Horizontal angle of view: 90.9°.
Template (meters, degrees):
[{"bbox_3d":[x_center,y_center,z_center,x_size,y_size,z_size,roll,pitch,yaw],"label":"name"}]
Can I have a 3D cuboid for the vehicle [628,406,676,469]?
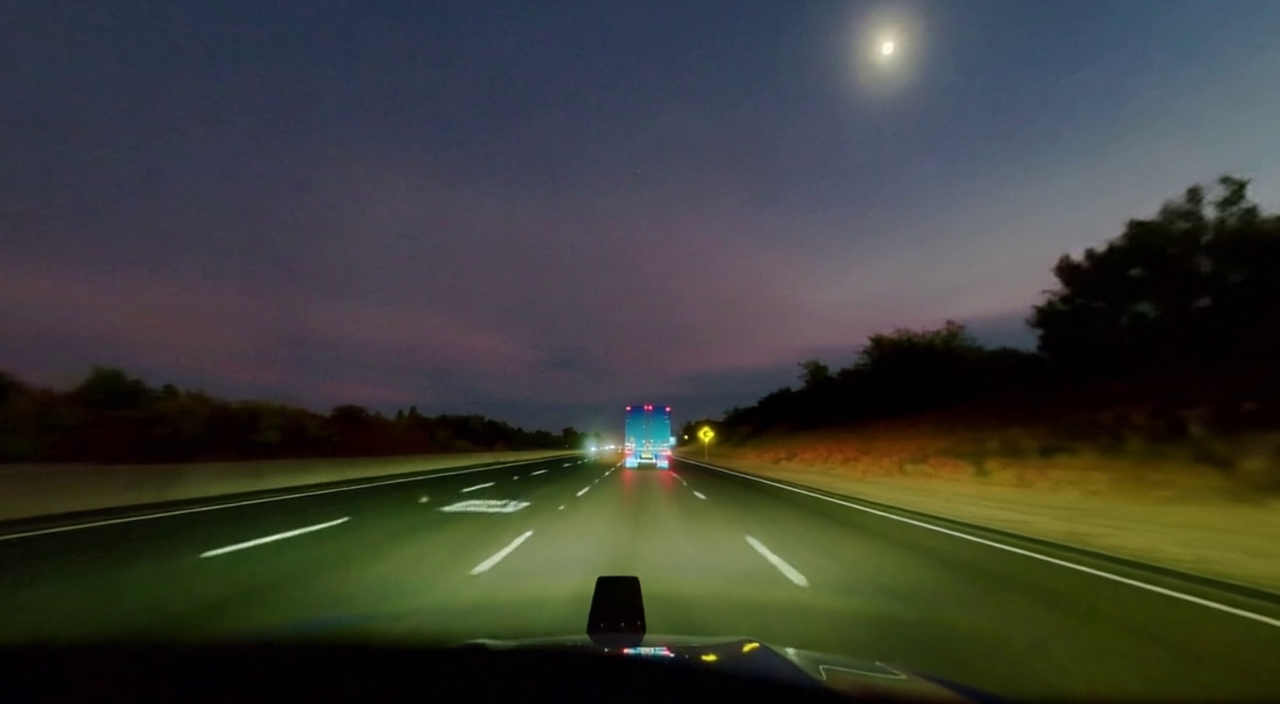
[{"bbox_3d":[0.704,6.311,45.961,3.055,4.009,10.972,0,-9,-1],"label":"vehicle"}]
